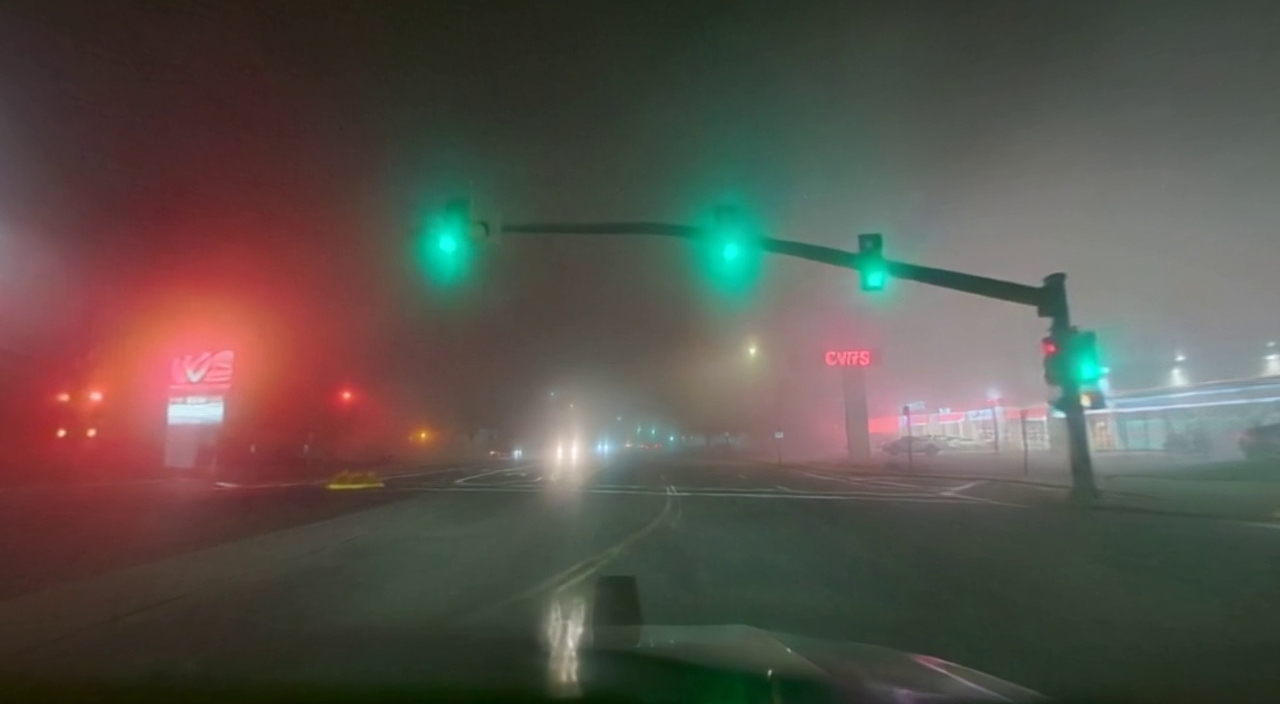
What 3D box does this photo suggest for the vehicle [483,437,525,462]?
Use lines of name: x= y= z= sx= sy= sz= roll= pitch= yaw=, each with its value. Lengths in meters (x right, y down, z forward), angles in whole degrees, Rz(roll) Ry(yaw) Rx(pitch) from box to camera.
vehicle: x=-9.717 y=7.017 z=45.411 sx=1.954 sy=1.694 sz=4.310 roll=-1 pitch=-8 yaw=2
